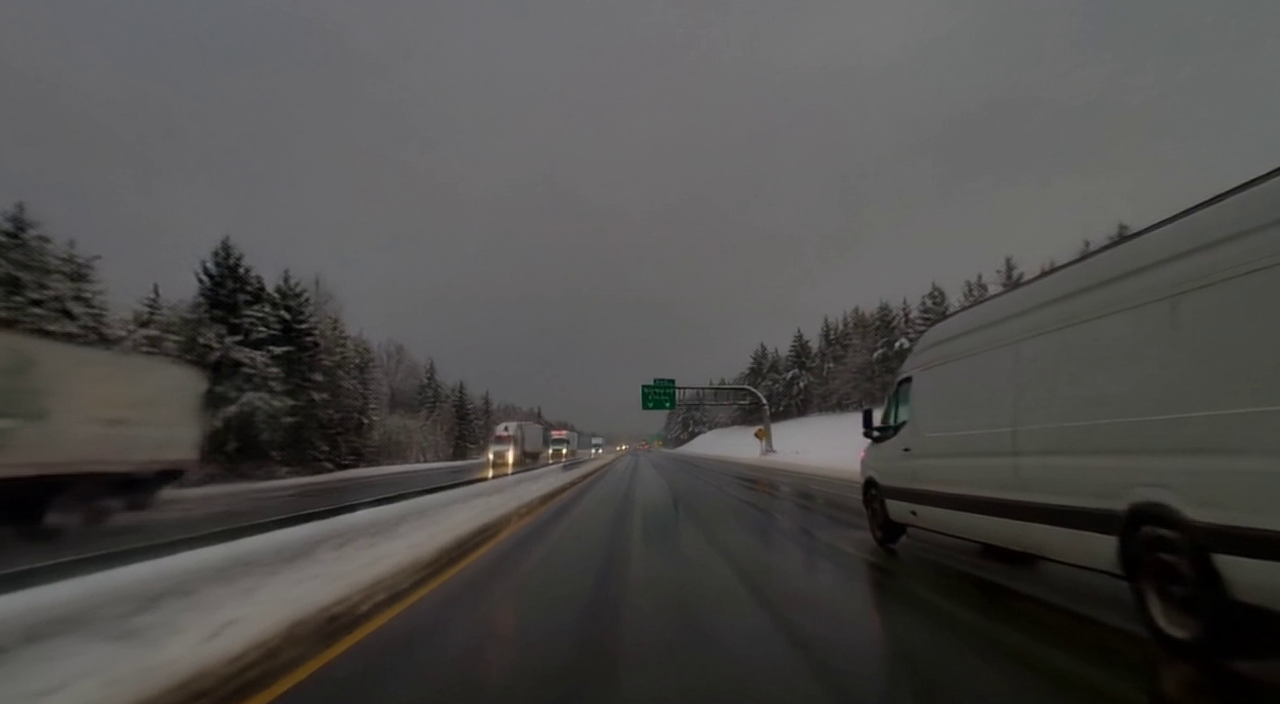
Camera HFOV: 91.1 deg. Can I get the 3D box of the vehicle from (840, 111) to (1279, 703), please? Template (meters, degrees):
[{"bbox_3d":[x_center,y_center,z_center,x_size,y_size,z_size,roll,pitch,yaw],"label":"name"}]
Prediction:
[{"bbox_3d":[4.069,0.639,4.984,2.449,2.805,6.763,0,-9,-2],"label":"vehicle"}]

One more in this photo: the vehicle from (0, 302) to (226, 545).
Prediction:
[{"bbox_3d":[-12.526,1.061,9.673,3.050,4.132,13.617,0,-9,0],"label":"vehicle"}]
